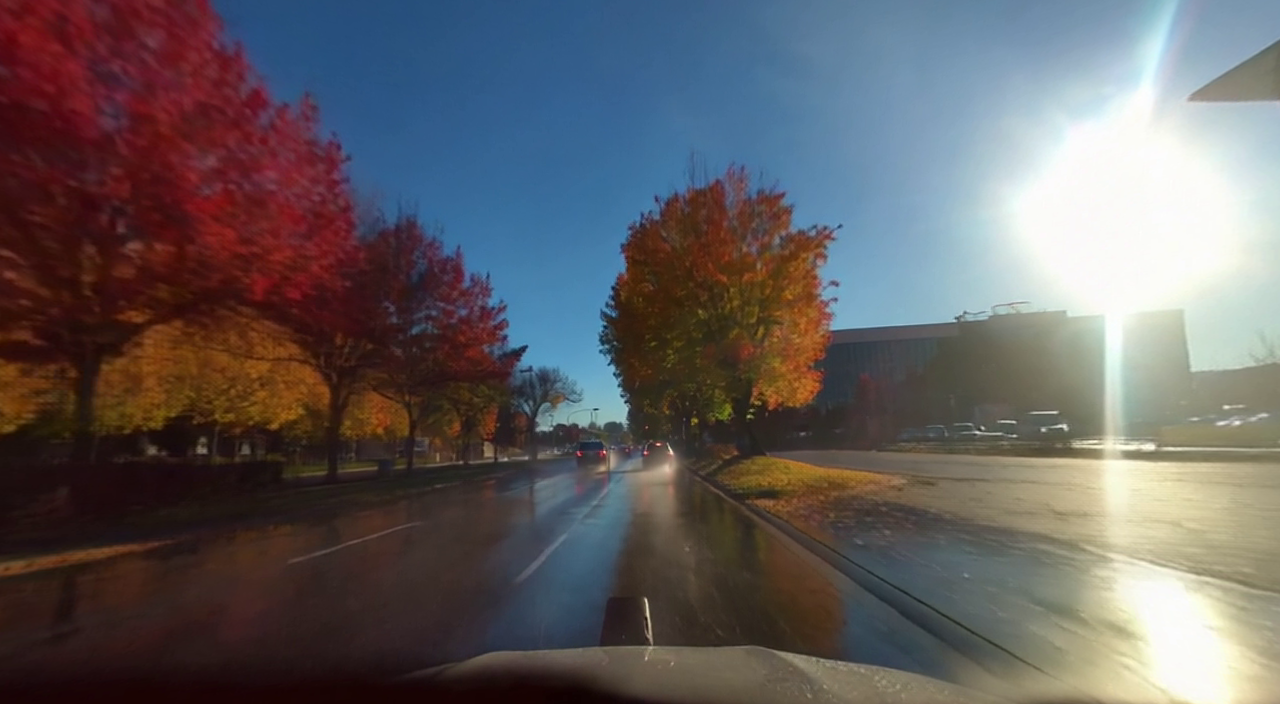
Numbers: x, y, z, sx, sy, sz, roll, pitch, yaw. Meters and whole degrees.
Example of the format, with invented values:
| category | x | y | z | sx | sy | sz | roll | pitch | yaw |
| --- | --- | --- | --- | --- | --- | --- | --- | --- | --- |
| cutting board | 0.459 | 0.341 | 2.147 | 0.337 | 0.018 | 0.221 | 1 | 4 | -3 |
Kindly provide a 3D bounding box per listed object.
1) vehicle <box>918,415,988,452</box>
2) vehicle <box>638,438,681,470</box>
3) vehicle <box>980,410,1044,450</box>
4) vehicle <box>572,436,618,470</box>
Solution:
| category | x | y | z | sx | sy | sz | roll | pitch | yaw |
| --- | --- | --- | --- | --- | --- | --- | --- | --- | --- |
| vehicle | 23.569 | 6.207 | 47.577 | 4.440 | 2.545 | 2.105 | -6 | -10 | 24 |
| vehicle | 0.945 | 5.111 | 31.726 | 2.040 | 1.493 | 3.682 | 0 | -8 | 1 |
| vehicle | 23.709 | 4.986 | 40.164 | 2.673 | 2.486 | 2.062 | 0 | -8 | 0 |
| vehicle | -2.405 | 5.516 | 34.591 | 2.197 | 1.709 | 4.069 | 0 | -8 | 1 |
